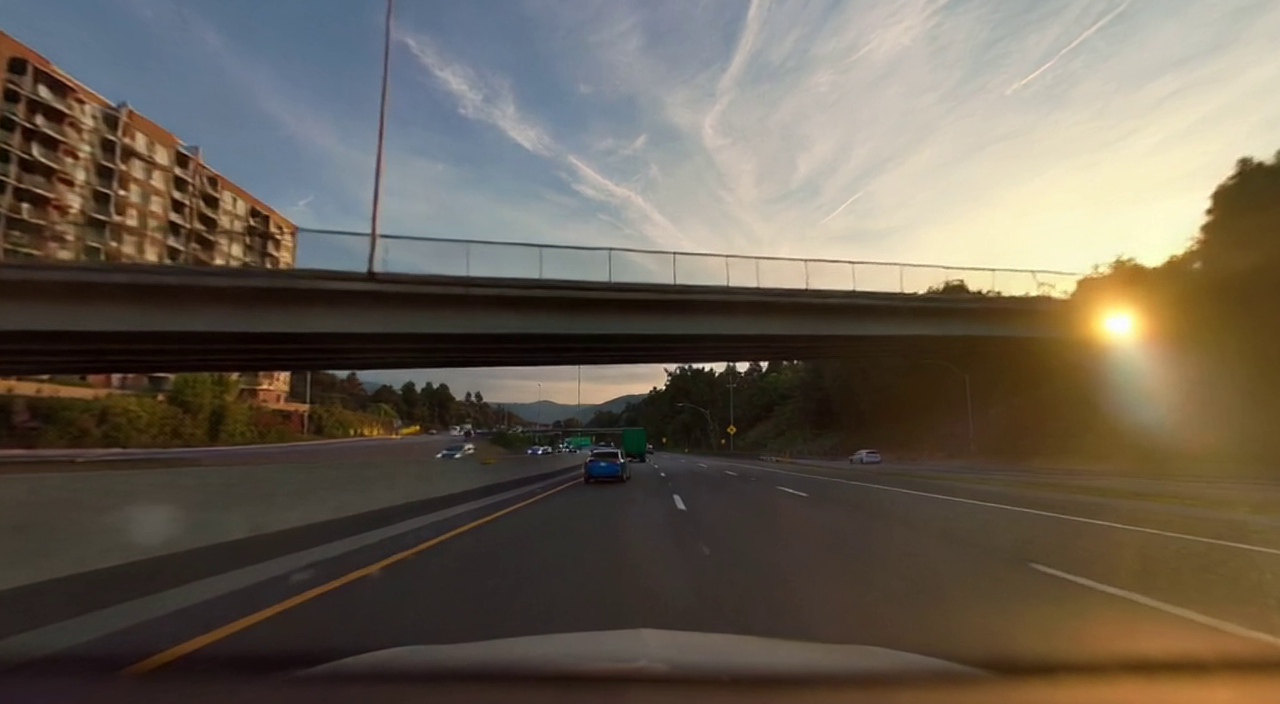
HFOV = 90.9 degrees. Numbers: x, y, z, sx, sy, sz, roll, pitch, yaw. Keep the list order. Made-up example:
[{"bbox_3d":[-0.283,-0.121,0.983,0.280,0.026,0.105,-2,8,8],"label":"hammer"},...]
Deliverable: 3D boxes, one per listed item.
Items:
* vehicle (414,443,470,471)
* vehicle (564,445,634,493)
[{"bbox_3d":[-12.237,6.510,39.218,1.911,1.633,4.305,0,-9,2],"label":"vehicle"},{"bbox_3d":[-1.313,4.004,21.999,2.039,1.478,4.483,0,-9,1],"label":"vehicle"}]
